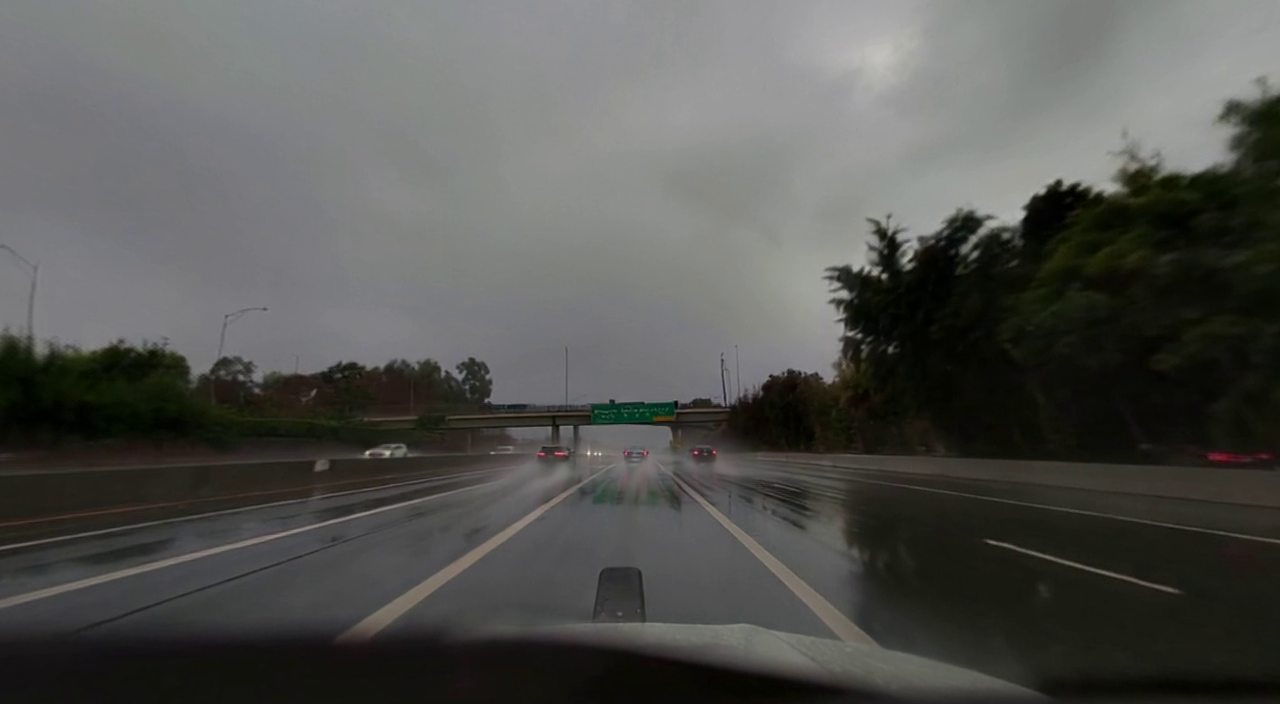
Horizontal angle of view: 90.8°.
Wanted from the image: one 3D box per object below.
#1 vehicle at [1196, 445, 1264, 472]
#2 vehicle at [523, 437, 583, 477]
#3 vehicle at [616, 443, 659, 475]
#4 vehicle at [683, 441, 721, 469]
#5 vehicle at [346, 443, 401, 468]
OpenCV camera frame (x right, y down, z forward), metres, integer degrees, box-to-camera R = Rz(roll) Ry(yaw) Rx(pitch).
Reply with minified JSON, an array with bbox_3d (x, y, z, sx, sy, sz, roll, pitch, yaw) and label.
[{"bbox_3d":[37.011,6.664,39.745,1.980,1.532,4.660,-5,-10,29],"label":"vehicle"},{"bbox_3d":[-4.066,5.010,30.365,2.113,1.756,4.471,0,-9,2],"label":"vehicle"},{"bbox_3d":[-0.119,5.375,32.049,2.075,1.486,4.007,0,-9,0],"label":"vehicle"},{"bbox_3d":[3.778,6.334,38.933,1.936,1.625,3.991,0,-9,0],"label":"vehicle"},{"bbox_3d":[-20.484,7.960,48.813,2.049,1.761,4.778,-1,-9,2],"label":"vehicle"}]
